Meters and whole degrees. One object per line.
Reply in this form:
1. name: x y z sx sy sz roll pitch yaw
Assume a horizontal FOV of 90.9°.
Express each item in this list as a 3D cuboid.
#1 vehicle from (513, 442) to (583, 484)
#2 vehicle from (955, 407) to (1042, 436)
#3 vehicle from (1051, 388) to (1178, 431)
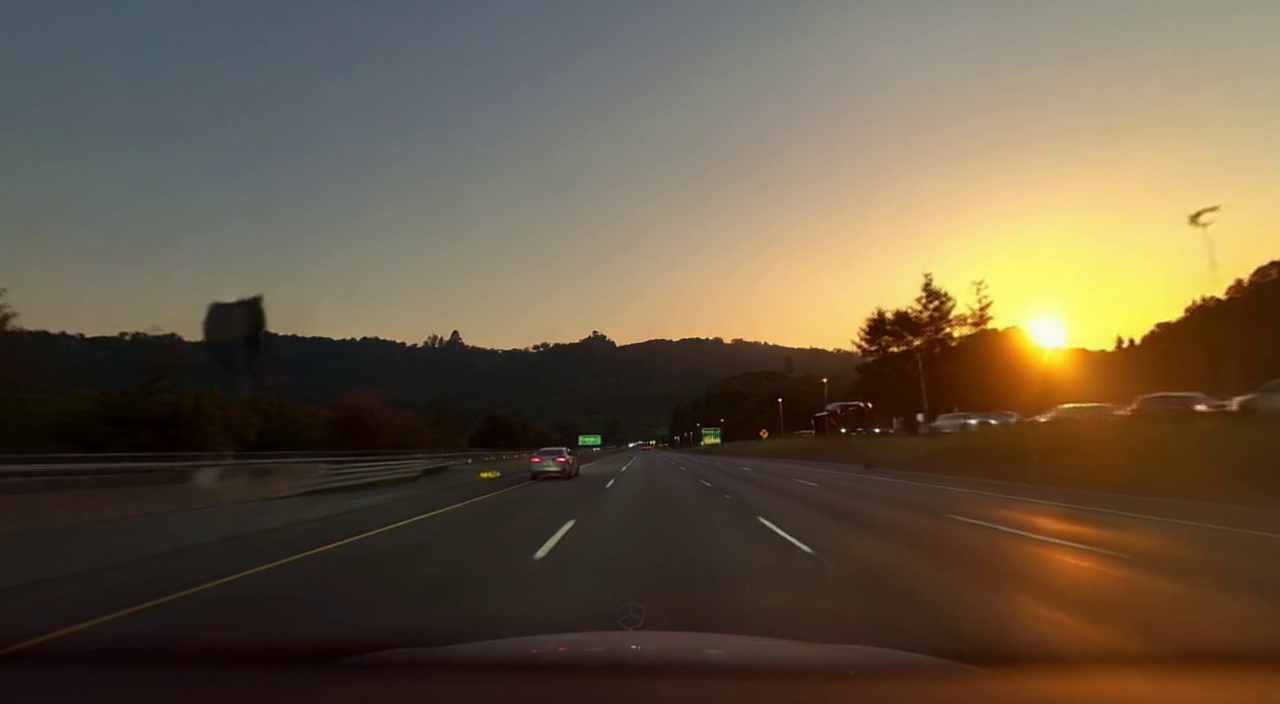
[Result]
1. vehicle: -3.553 4.381 25.305 2.021 1.526 4.385 0 -8 2
2. vehicle: 21.872 4.322 38.687 4.449 1.608 1.973 -4 -10 27
3. vehicle: 21.898 2.722 29.323 4.214 1.476 1.936 -7 -14 24
